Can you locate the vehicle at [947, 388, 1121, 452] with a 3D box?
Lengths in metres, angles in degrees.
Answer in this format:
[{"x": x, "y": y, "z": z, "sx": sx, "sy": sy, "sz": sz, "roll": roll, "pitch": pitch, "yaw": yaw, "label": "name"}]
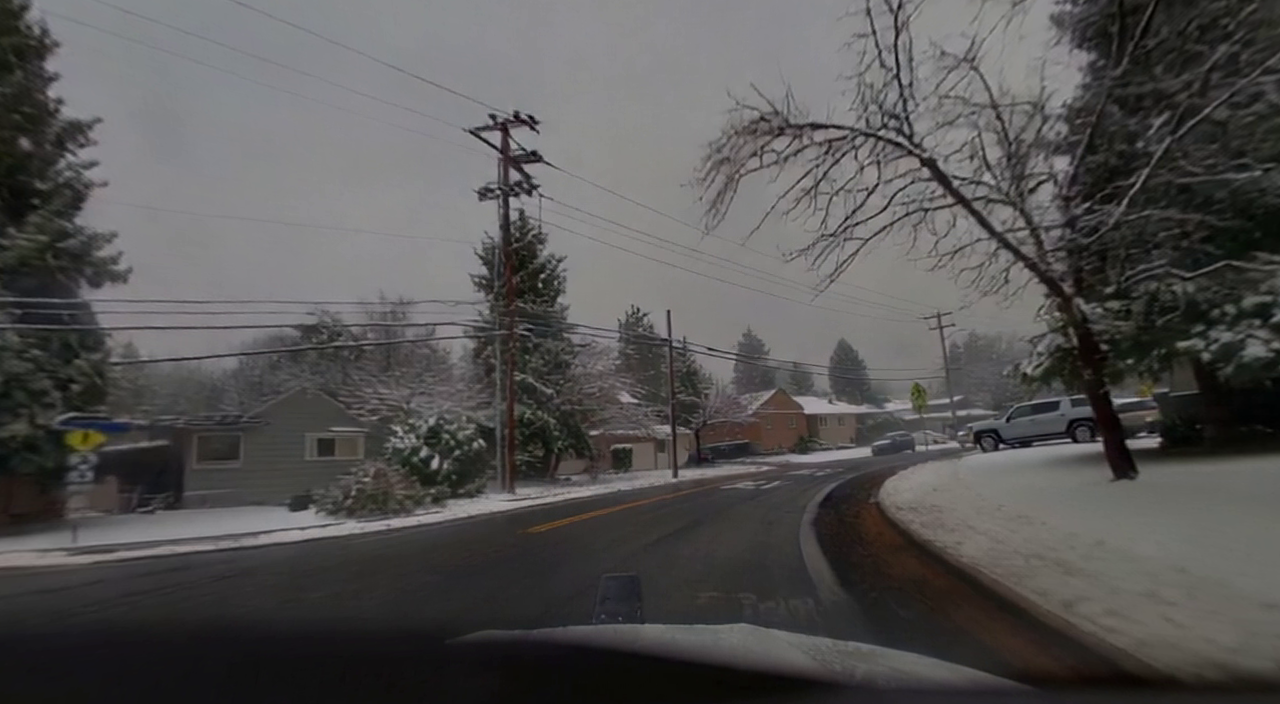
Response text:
[{"x": 14.293, "y": 2.584, "z": 23.109, "sx": 5.011, "sy": 2.014, "sz": 2.056, "roll": -8, "pitch": -13, "yaw": 39, "label": "vehicle"}]
